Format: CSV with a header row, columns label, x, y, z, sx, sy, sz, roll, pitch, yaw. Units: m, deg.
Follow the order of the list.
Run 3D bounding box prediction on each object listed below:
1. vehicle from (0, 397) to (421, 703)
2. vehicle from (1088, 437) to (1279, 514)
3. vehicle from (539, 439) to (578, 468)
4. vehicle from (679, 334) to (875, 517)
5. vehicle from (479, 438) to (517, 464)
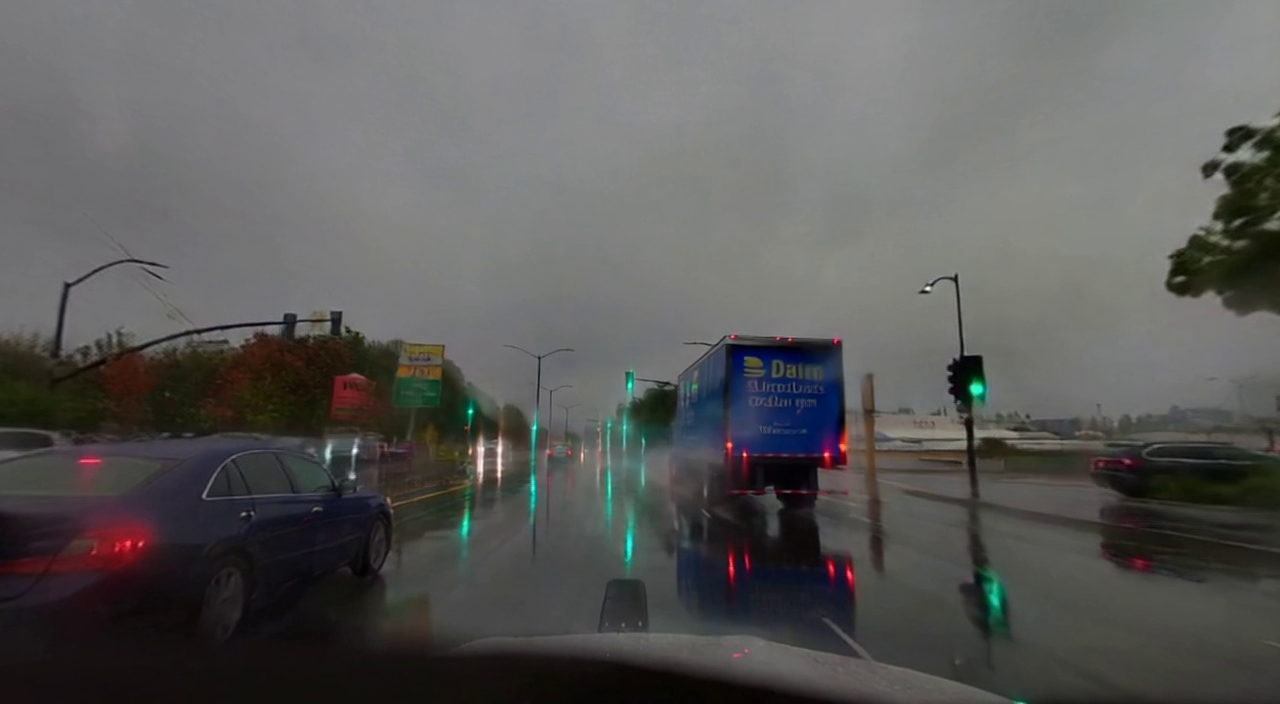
label,x,y,z,sx,sy,sz,roll,pitch,yaw
vehicle,-3.423,1.274,4.852,1.828,1.515,4.422,0,-8,0
vehicle,16.267,3.390,17.429,5.670,1.895,2.219,-1,-8,16
vehicle,-5.368,6.739,41.823,2.388,1.811,4.455,1,-9,-5
vehicle,2.995,2.066,16.807,2.905,3.644,8.441,0,-9,-3
vehicle,-10.701,7.508,47.740,2.374,1.863,4.751,1,-9,-7
